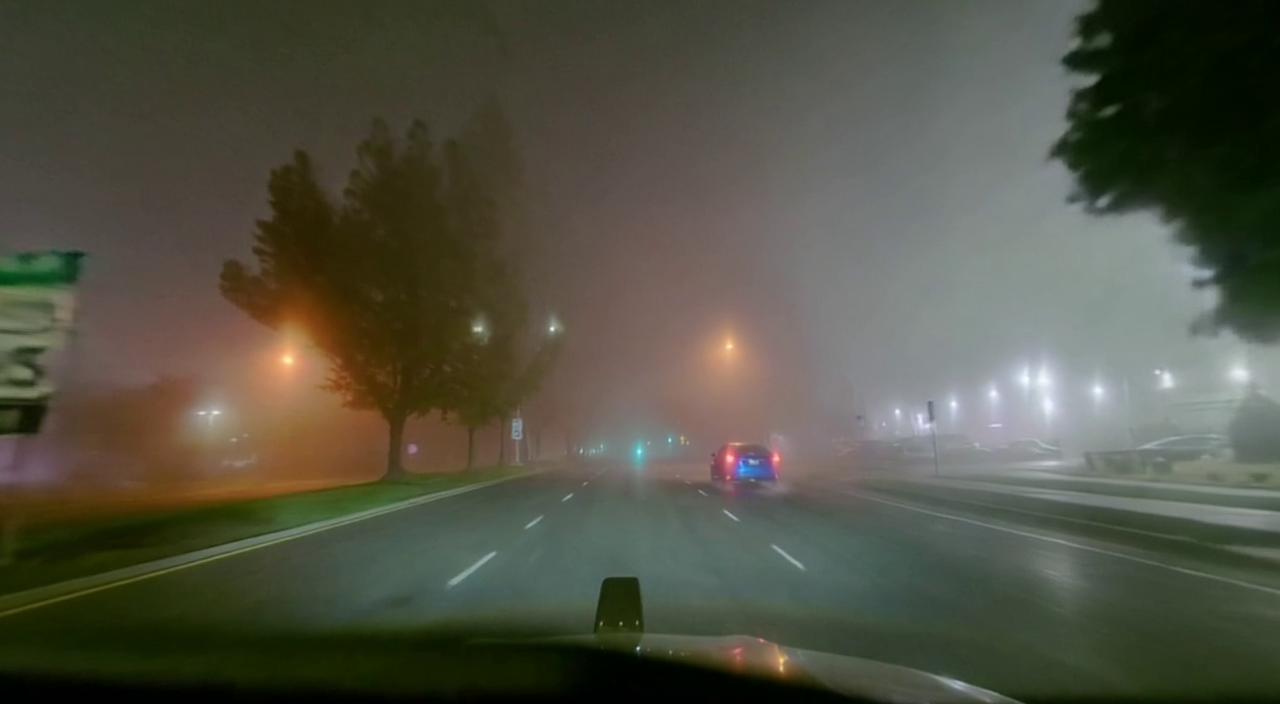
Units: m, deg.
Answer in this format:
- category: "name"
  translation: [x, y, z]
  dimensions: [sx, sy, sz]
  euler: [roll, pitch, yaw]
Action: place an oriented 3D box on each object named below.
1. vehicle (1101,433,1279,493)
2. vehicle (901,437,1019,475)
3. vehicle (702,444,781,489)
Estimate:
- category: "vehicle"
  translation: [15.075, 2.868, 16.603]
  dimensions: [4.236, 1.430, 2.139]
  euler: [0, -8, -1]
- category: "vehicle"
  translation: [15.824, 5.150, 31.411]
  dimensions: [4.684, 1.448, 2.090]
  euler: [-4, -8, -3]
- category: "vehicle"
  translation: [3.647, 4.177, 23.533]
  dimensions: [2.033, 1.482, 4.571]
  euler: [0, -8, -2]
